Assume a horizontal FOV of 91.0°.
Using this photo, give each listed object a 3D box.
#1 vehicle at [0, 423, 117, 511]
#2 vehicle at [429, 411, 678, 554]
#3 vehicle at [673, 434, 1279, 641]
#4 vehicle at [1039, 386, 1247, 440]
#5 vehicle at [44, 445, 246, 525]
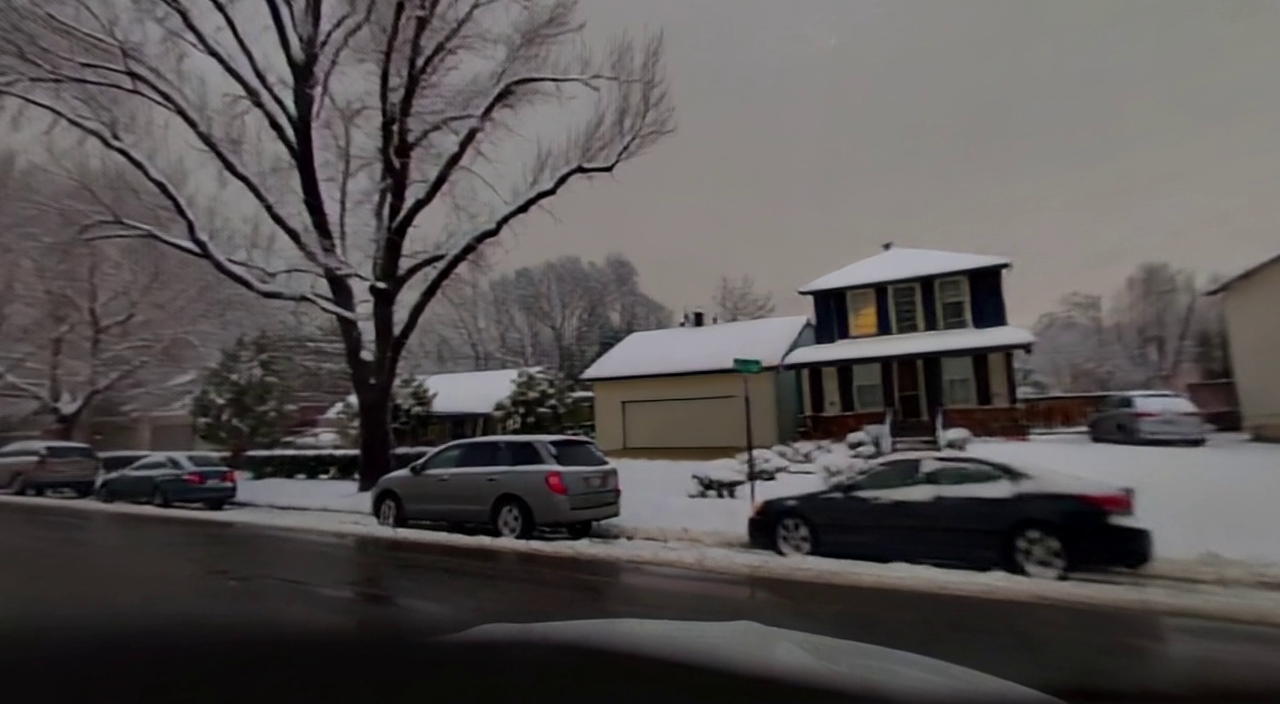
[{"bbox_3d":[-17.300,3.099,17.736,4.893,2.129,1.993,-2,-8,28],"label":"vehicle"},{"bbox_3d":[-1.247,2.146,11.297,2.046,1.969,4.585,-5,-9,28],"label":"vehicle"},{"bbox_3d":[3.073,1.691,6.848,5.075,1.436,1.863,-2,-8,28],"label":"vehicle"},{"bbox_3d":[14.971,1.869,19.103,4.565,1.479,1.775,-2,-8,26],"label":"vehicle"},{"bbox_3d":[-11.495,2.957,14.589,4.476,1.442,1.828,-2,-8,27],"label":"vehicle"}]
